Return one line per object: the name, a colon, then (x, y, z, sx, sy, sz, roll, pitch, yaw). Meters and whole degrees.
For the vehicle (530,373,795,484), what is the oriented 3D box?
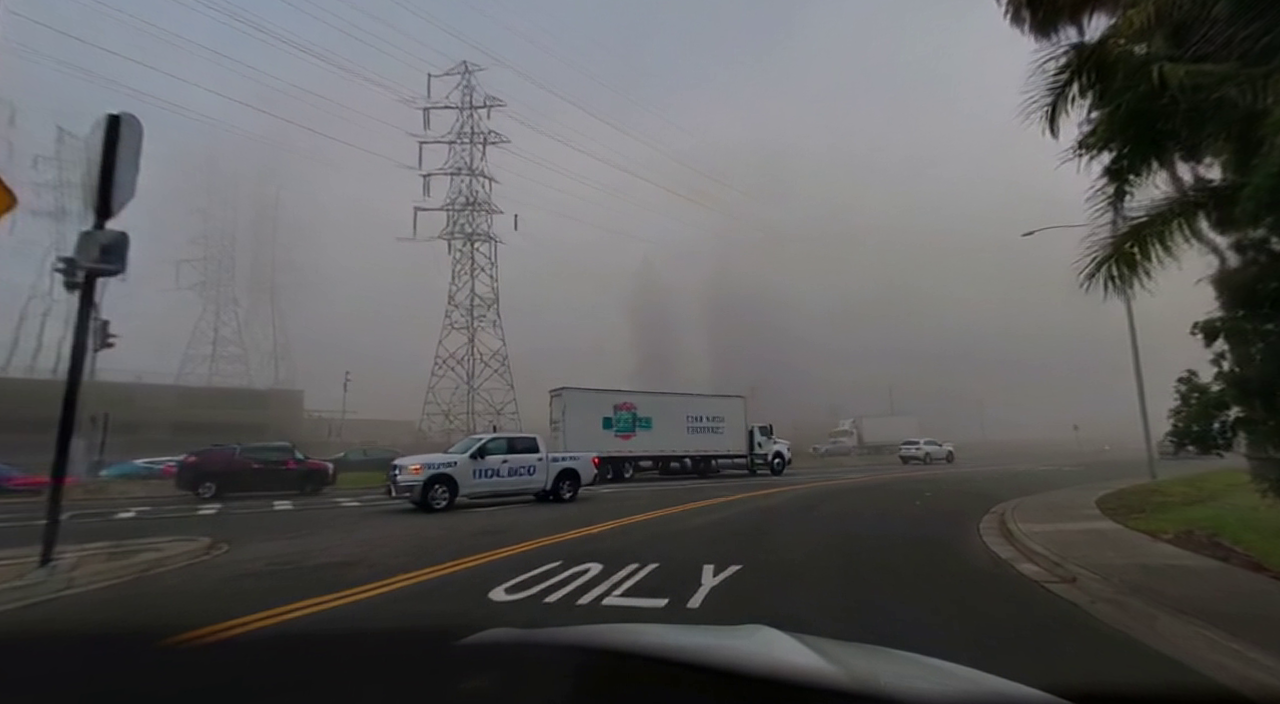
vehicle: (1.347, 3.345, 26.821, 11.567, 3.933, 2.903, 5, -10, -33)

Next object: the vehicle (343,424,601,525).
vehicle: (-3.562, 2.626, 14.157, 5.132, 1.848, 2.101, 7, -11, -40)

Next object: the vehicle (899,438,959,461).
vehicle: (21.405, 7.207, 46.666, 4.234, 1.589, 1.923, 5, -10, -32)

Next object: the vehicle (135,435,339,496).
vehicle: (-14.421, 4.034, 22.945, 5.866, 1.950, 2.266, 6, -10, -34)
